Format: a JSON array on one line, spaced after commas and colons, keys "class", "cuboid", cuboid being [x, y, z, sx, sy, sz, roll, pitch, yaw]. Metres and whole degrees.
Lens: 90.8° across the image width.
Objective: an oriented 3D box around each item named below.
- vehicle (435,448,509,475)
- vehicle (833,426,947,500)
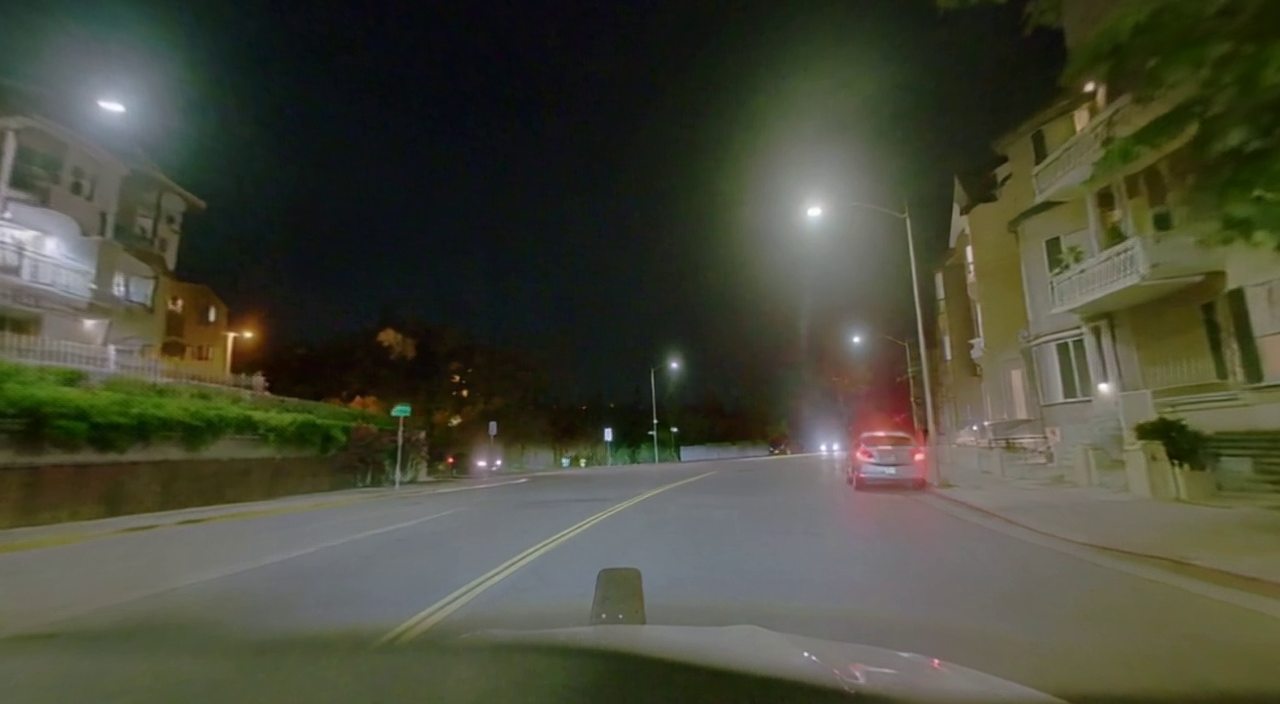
[{"class": "vehicle", "cuboid": [-10.806, 7.018, 40.717, 4.270, 1.683, 1.984, -4, -9, 24]}, {"class": "vehicle", "cuboid": [6.585, 2.941, 17.179, 2.105, 1.705, 4.392, -2, -9, 12]}]
